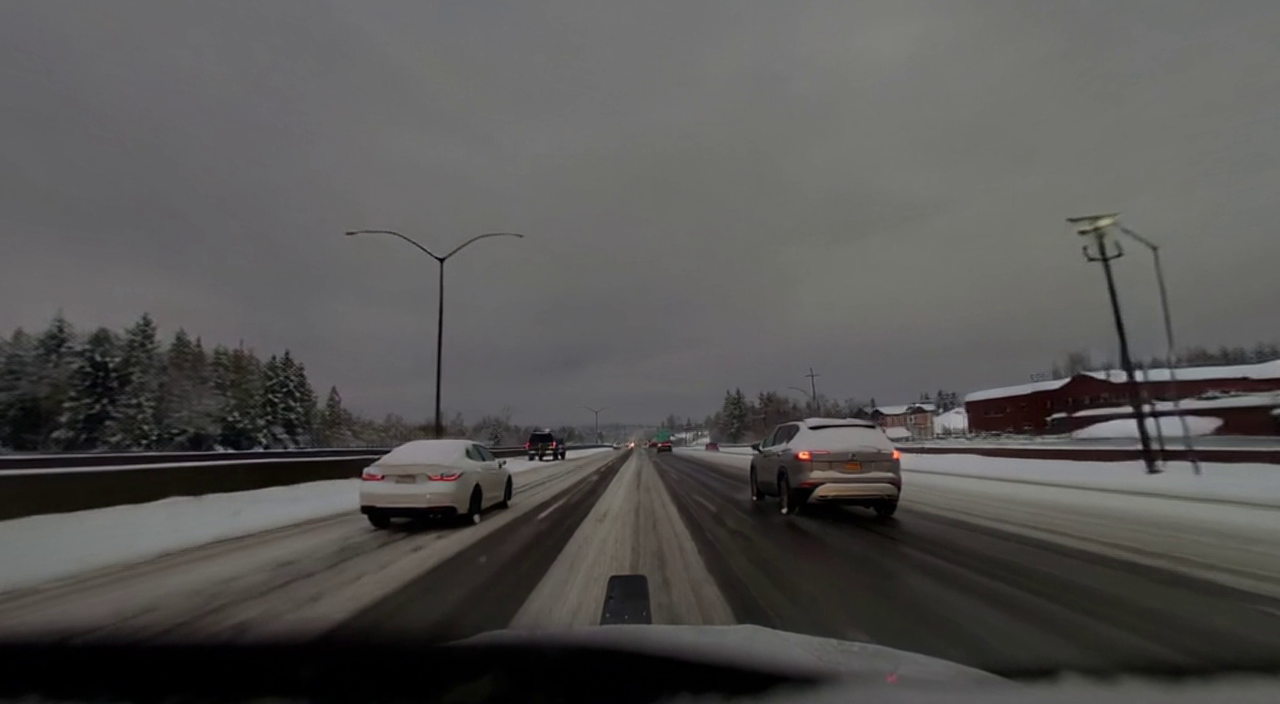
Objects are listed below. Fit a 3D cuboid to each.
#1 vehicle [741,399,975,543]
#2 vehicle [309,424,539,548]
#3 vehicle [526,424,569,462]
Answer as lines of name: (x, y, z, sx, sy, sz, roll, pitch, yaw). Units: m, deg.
vehicle: (3.232, 1.901, 10.685, 2.148, 1.852, 4.835, 0, -8, -1)
vehicle: (-3.129, 2.051, 10.410, 2.080, 1.542, 4.718, 0, -8, 1)
vehicle: (-7.176, 7.171, 49.698, 2.362, 2.778, 6.630, 0, -8, 0)
